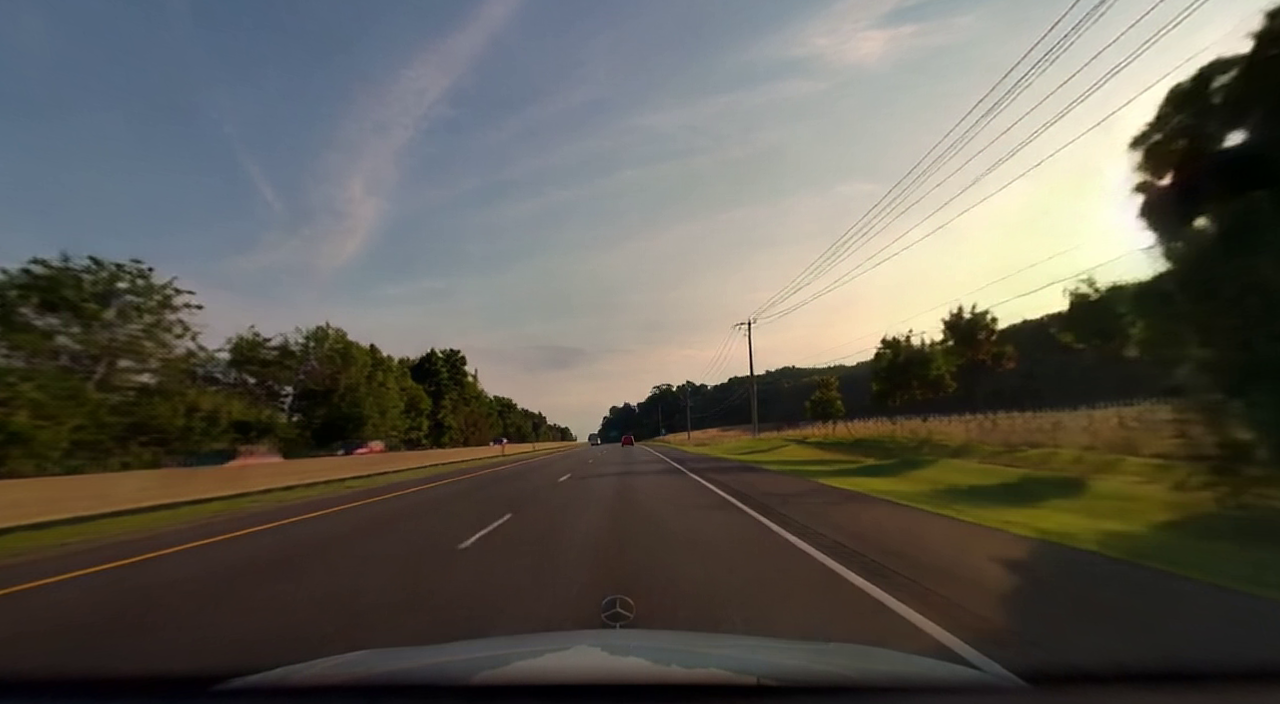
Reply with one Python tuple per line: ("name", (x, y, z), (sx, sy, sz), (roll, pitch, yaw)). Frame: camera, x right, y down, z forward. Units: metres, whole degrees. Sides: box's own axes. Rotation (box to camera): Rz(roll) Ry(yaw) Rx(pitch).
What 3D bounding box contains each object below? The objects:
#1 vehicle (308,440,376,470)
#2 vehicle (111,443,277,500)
("vehicle", (-17.456, 6.015, 37.140), (1.962, 1.590, 4.258), (-1, -8, -1))
("vehicle", (-12.953, 3.444, 18.691), (1.817, 1.451, 4.292), (0, -8, -1))
